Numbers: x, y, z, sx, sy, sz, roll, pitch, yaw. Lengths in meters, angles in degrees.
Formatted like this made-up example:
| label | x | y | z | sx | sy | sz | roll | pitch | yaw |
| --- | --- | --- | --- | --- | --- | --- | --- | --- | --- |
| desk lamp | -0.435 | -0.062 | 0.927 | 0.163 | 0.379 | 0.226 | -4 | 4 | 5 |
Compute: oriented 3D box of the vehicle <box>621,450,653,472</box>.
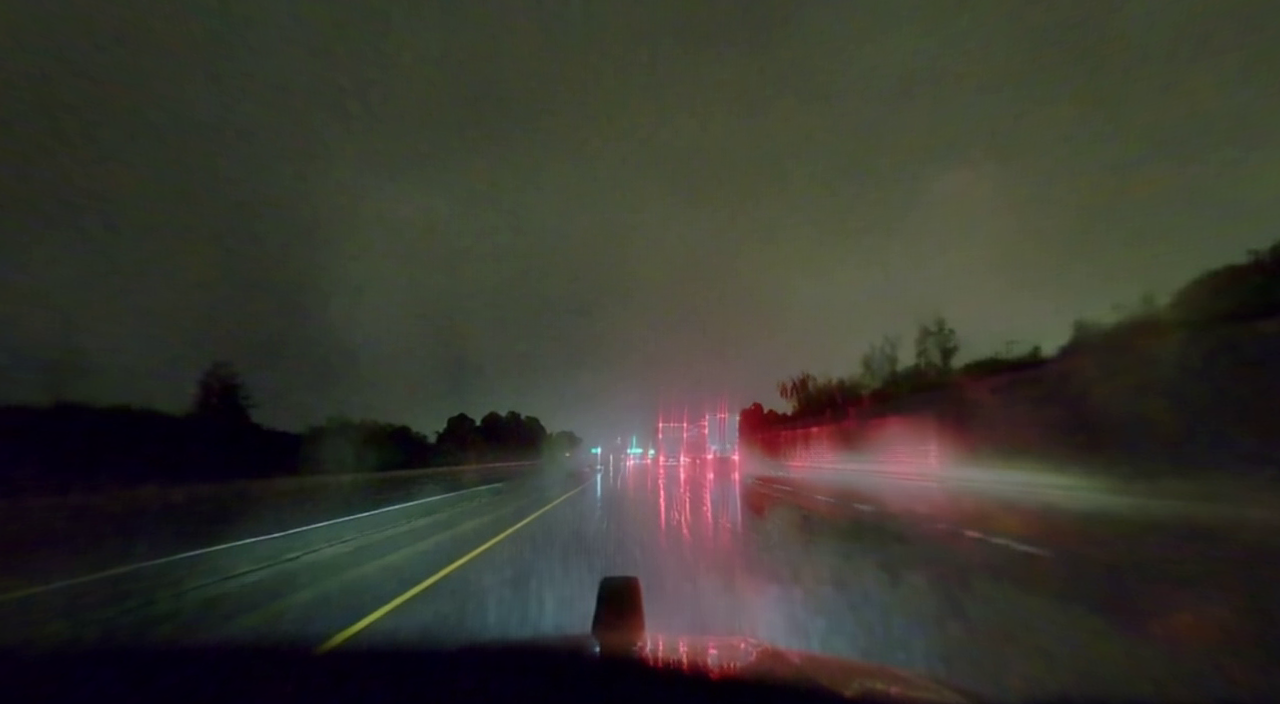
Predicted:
| label | x | y | z | sx | sy | sz | roll | pitch | yaw |
| --- | --- | --- | --- | --- | --- | --- | --- | --- | --- |
| vehicle | -0.245 | 7.583 | 43.712 | 2.083 | 1.473 | 3.923 | 0 | -9 | -1 |
